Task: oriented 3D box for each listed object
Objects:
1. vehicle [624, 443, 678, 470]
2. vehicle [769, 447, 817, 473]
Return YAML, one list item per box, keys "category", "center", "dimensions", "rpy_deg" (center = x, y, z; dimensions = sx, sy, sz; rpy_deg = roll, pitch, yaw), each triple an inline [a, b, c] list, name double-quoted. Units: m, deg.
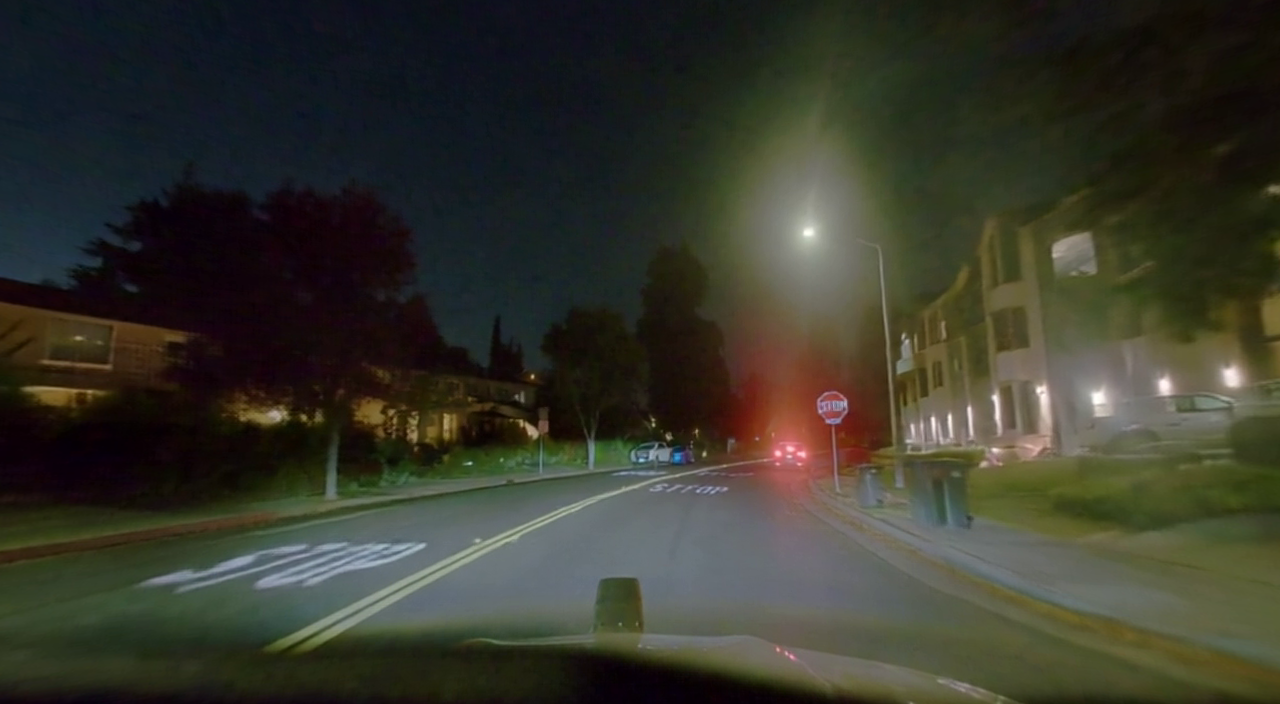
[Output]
- category: "vehicle"
  center: [0.826, 7.161, 43.379]
  dimensions: [2.030, 1.696, 4.828]
  rpy_deg: [-4, -10, 24]
- category: "vehicle"
  center: [9.287, 6.464, 38.039]
  dimensions: [2.045, 1.478, 4.914]
  rpy_deg: [-4, -9, 21]
